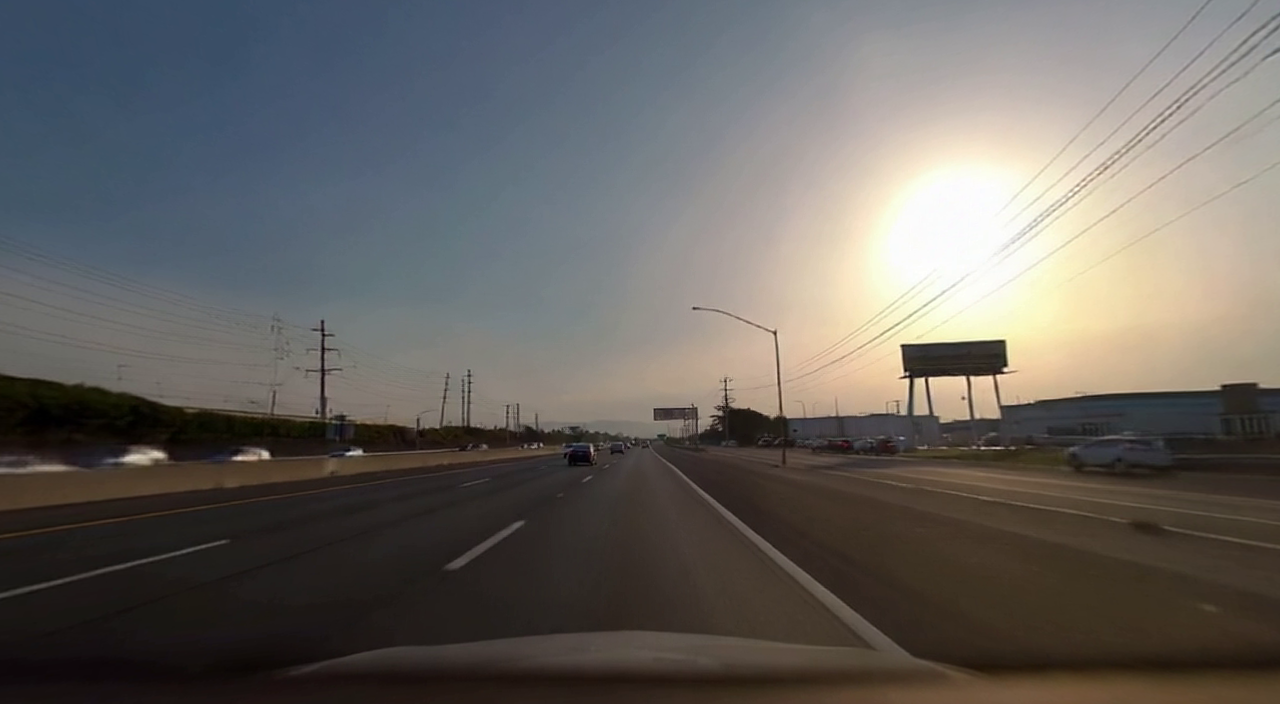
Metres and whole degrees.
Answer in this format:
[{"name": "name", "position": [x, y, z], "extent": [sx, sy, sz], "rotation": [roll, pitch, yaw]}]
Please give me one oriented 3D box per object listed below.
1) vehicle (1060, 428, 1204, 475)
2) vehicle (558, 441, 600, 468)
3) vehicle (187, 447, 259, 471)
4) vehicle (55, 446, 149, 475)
[{"name": "vehicle", "position": [18.944, 3.853, 24.668], "extent": [1.842, 1.639, 4.554], "rotation": [0, -8, -2]}, {"name": "vehicle", "position": [-3.583, 6.127, 37.995], "extent": [1.940, 1.479, 4.545], "rotation": [0, -8, 1]}, {"name": "vehicle", "position": [-28.660, 7.366, 43.604], "extent": [1.860, 1.512, 4.369], "rotation": [0, -9, 1]}, {"name": "vehicle", "position": [-33.046, 6.636, 39.015], "extent": [1.880, 1.650, 4.437], "rotation": [0, -8, 0]}]
